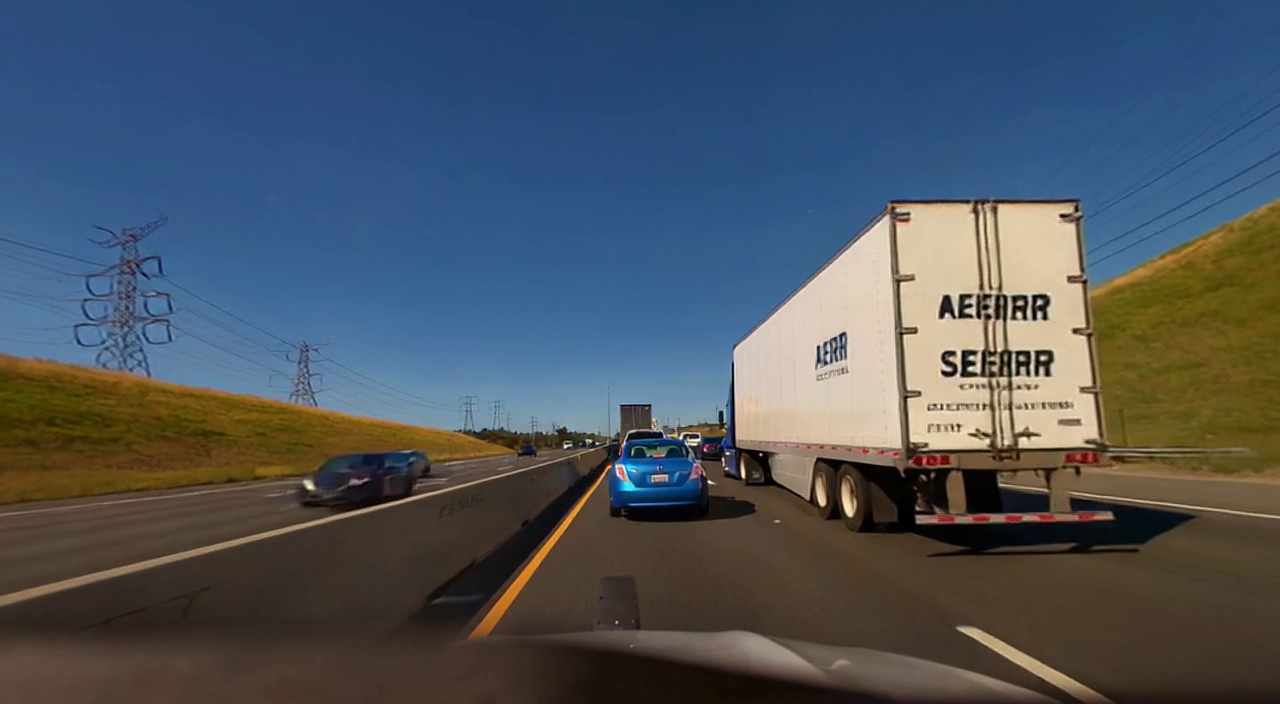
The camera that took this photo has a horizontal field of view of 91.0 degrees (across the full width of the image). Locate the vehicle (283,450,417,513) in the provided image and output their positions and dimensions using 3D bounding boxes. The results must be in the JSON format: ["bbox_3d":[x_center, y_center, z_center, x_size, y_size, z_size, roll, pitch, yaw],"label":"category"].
[{"bbox_3d":[-8.221,3.664,18.342,1.848,1.512,4.327,-1,-8,0],"label":"vehicle"}]

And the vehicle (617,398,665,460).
[{"bbox_3d":[-0.094,5.933,47.720,3.174,4.134,11.407,0,-8,-1],"label":"vehicle"}]

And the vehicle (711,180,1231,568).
[{"bbox_3d":[4.186,1.133,13.689,3.138,4.065,14.276,0,-8,-2],"label":"vehicle"}]

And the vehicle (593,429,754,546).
[{"bbox_3d":[0.356,1.974,9.850,2.045,1.446,3.597,0,-8,-2],"label":"vehicle"}]
